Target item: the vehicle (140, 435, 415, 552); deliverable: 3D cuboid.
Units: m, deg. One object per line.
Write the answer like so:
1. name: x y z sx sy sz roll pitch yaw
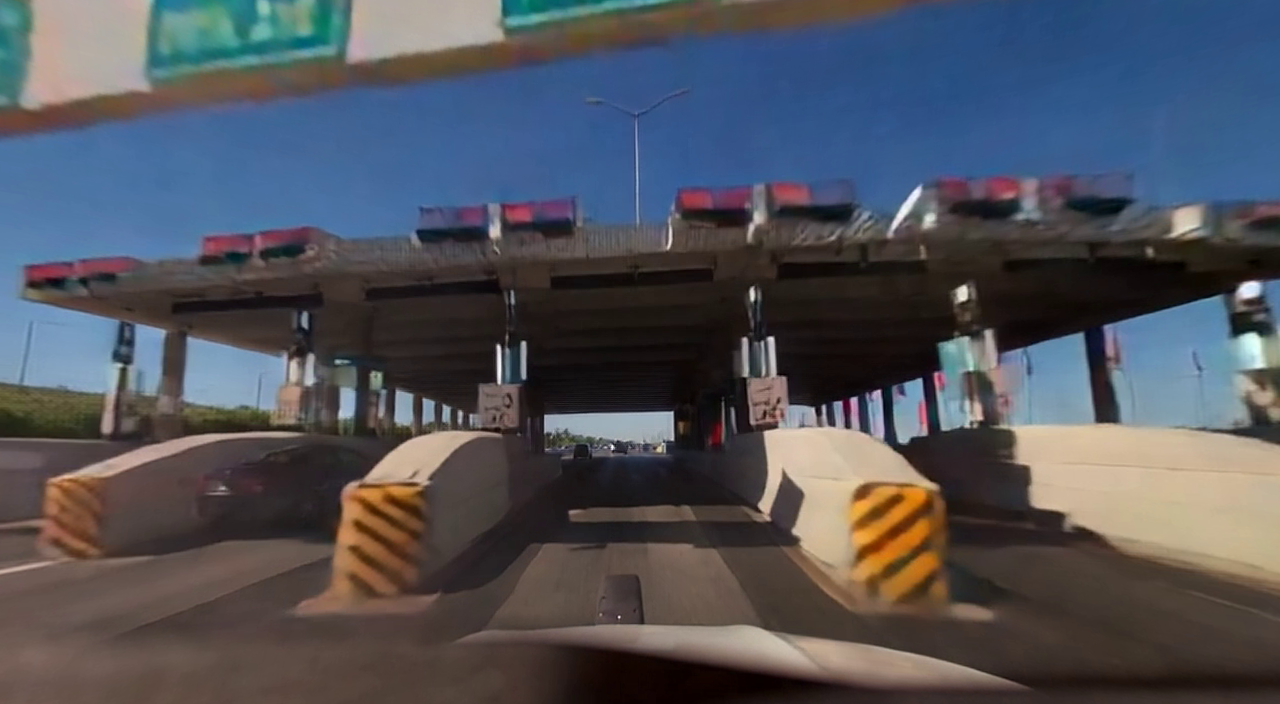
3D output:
1. vehicle: -5.477 2.144 10.393 1.981 1.465 4.334 -1 -8 -1
